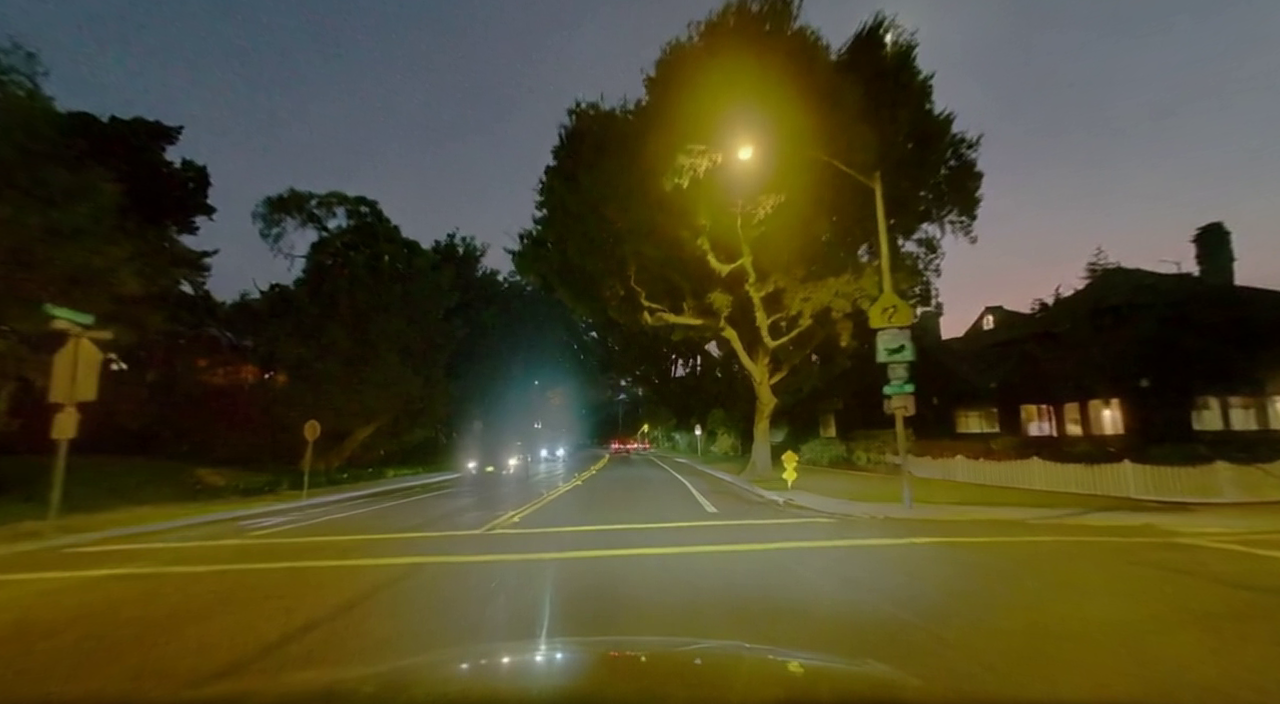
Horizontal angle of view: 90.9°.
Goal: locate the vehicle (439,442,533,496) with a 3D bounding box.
[{"bbox_3d":[-4.831,3.714,20.446,1.938,1.519,4.227,0,-8,1],"label":"vehicle"}]
